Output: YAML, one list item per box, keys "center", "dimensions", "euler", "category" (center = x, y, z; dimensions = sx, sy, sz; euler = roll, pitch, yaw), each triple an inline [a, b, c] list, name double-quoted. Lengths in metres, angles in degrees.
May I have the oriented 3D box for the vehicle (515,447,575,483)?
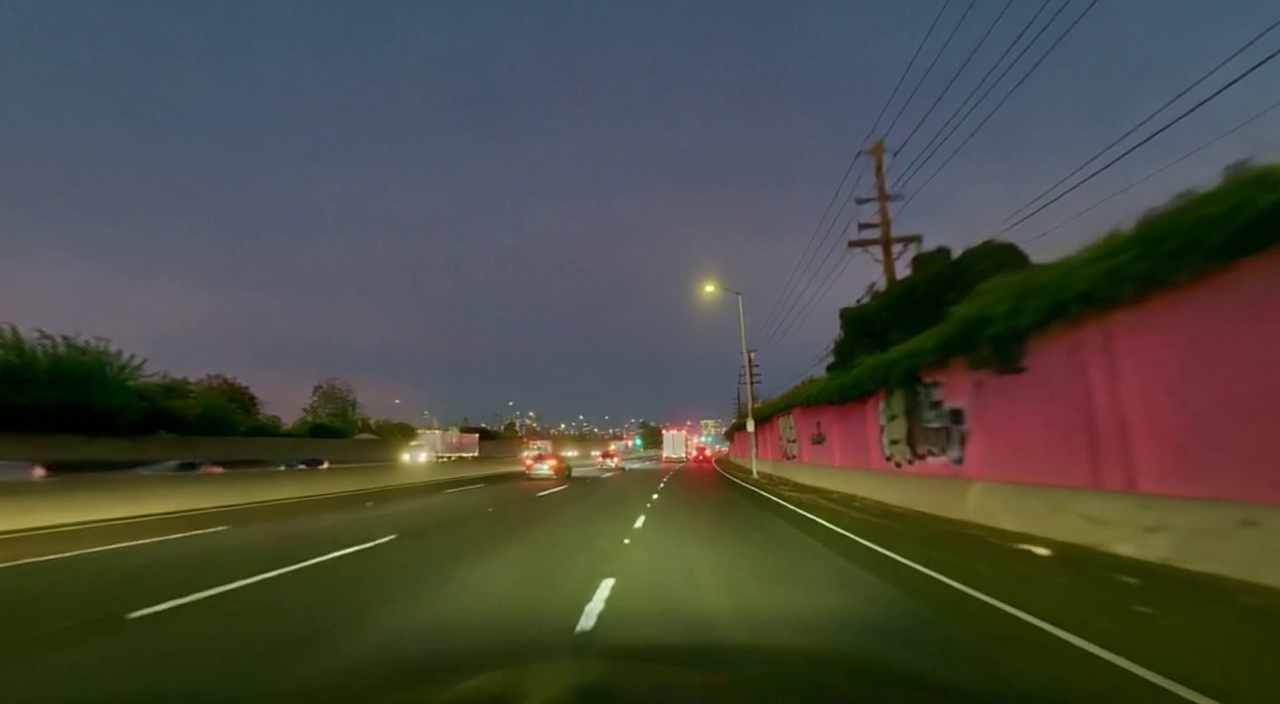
- center: [-4.343, 5.252, 29.497]
  dimensions: [1.966, 1.565, 3.766]
  euler: [-1, -9, 4]
  category: "vehicle"

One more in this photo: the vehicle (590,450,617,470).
- center: [-2.821, 8.487, 49.455]
  dimensions: [1.708, 1.489, 2.840]
  euler: [-1, -9, 5]
  category: "vehicle"

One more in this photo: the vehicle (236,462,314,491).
- center: [-20.420, 6.952, 35.428]
  dimensions: [1.805, 1.424, 3.934]
  euler: [-1, -9, 4]
  category: "vehicle"

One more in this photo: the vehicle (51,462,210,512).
- center: [-17.013, 4.498, 21.348]
  dimensions: [1.840, 1.431, 4.016]
  euler: [-1, -9, 3]
  category: "vehicle"
